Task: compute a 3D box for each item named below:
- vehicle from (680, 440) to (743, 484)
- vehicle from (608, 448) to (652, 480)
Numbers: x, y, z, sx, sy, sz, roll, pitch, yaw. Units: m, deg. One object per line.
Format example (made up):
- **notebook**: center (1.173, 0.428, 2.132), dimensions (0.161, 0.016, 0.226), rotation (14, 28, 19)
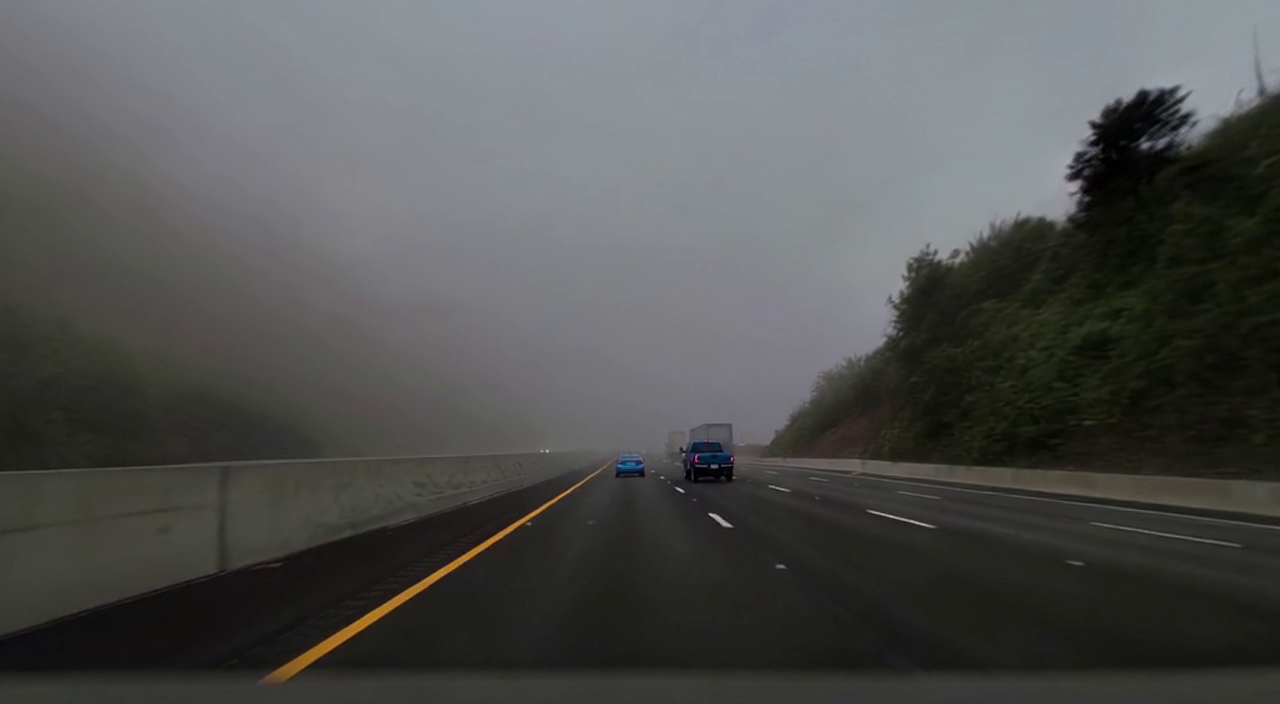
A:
- **vehicle**: center (3.096, 4.887, 28.369), dimensions (2.098, 1.794, 4.561), rotation (0, -9, -2)
- **vehicle**: center (-0.499, 5.512, 31.405), dimensions (2.083, 1.477, 3.965), rotation (0, -9, -1)
